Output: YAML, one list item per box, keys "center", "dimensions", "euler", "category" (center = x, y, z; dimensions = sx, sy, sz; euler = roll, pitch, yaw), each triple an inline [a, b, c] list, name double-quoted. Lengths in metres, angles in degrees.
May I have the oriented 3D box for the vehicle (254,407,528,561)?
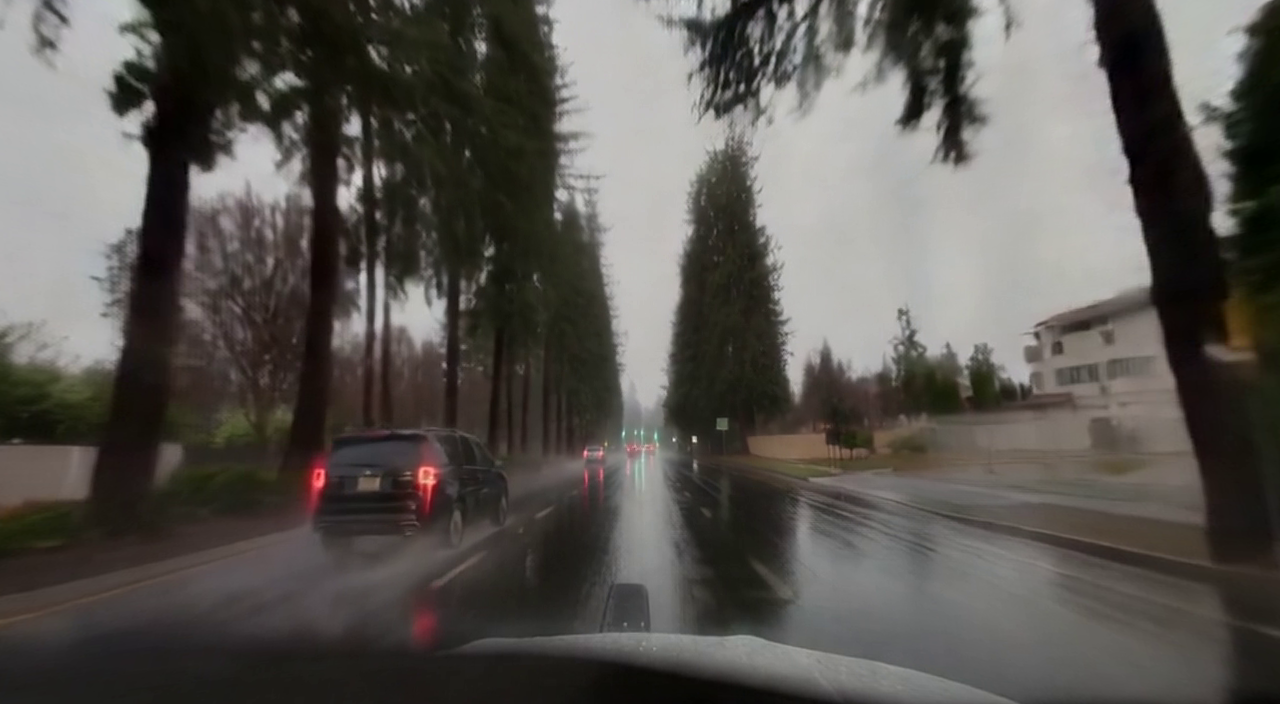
- center: [-3.167, 1.816, 9.346]
  dimensions: [2.058, 1.671, 4.704]
  euler: [0, -9, 1]
  category: "vehicle"

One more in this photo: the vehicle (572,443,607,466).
- center: [-3.383, 7.026, 43.220]
  dimensions: [2.021, 1.466, 4.330]
  euler: [0, -9, 1]
  category: "vehicle"
